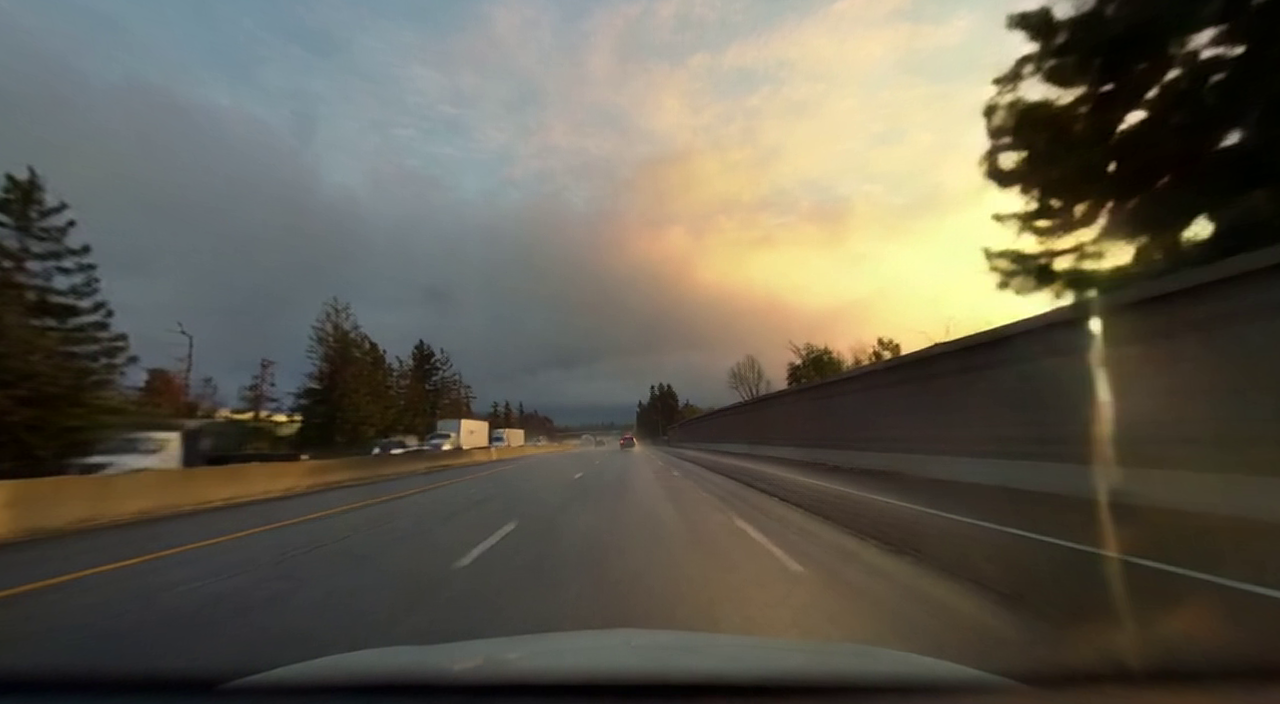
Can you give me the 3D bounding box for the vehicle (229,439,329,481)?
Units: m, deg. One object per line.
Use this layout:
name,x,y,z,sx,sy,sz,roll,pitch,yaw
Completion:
vehicle,-19.466,5.832,34.327,2.390,2.038,5.581,0,-8,-3

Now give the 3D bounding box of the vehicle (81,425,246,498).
vehicle,-19.347,4.434,26.073,2.196,2.618,5.990,0,-8,-1

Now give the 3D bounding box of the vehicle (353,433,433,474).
vehicle,-12.525,5.151,32.285,2.097,1.860,5.080,0,-8,-1
